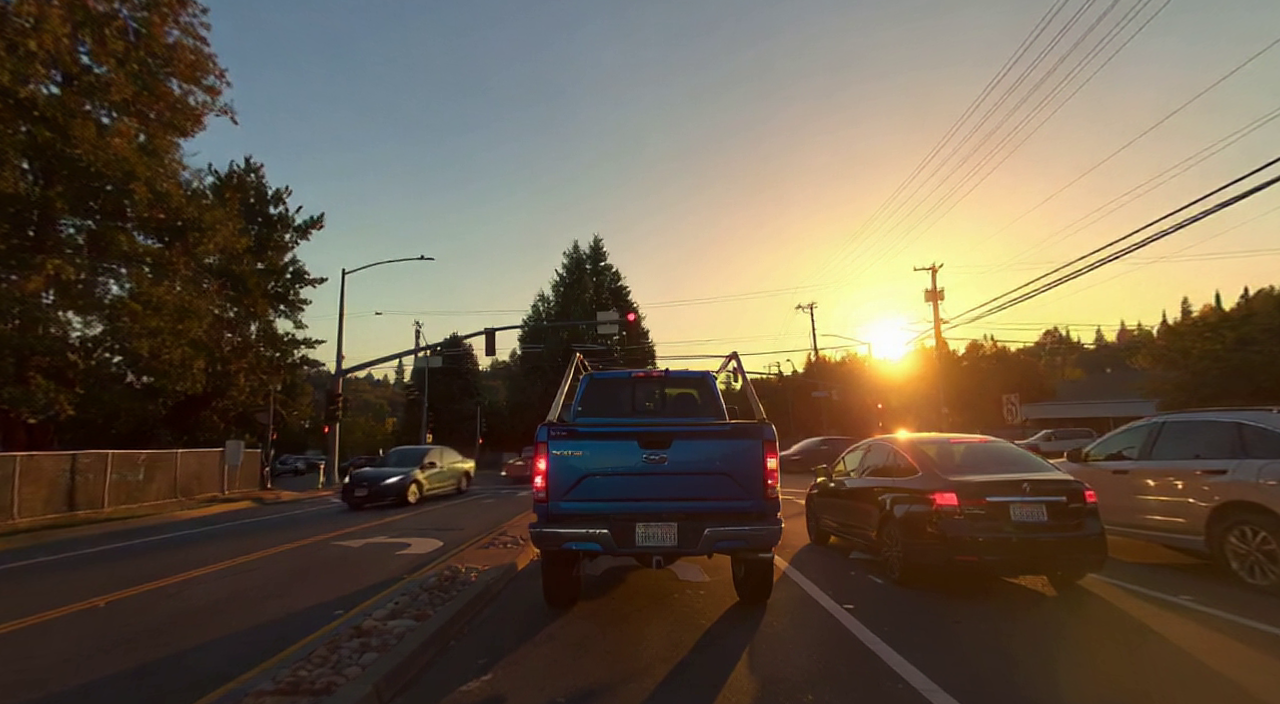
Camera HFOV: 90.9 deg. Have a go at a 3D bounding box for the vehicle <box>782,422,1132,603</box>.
[{"bbox_3d":[3.112,1.644,7.361,1.993,1.495,4.060,0,-8,1],"label":"vehicle"}]

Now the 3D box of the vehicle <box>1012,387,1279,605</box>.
[{"bbox_3d":[6.149,1.368,6.475,1.982,1.727,4.352,0,-8,1],"label":"vehicle"}]

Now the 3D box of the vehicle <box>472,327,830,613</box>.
[{"bbox_3d":[0.130,1.373,8.184,2.831,2.284,6.149,0,-8,1],"label":"vehicle"}]

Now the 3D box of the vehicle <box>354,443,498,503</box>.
[{"bbox_3d":[-6.815,3.875,20.765,2.369,1.690,4.529,-2,-9,14],"label":"vehicle"}]
